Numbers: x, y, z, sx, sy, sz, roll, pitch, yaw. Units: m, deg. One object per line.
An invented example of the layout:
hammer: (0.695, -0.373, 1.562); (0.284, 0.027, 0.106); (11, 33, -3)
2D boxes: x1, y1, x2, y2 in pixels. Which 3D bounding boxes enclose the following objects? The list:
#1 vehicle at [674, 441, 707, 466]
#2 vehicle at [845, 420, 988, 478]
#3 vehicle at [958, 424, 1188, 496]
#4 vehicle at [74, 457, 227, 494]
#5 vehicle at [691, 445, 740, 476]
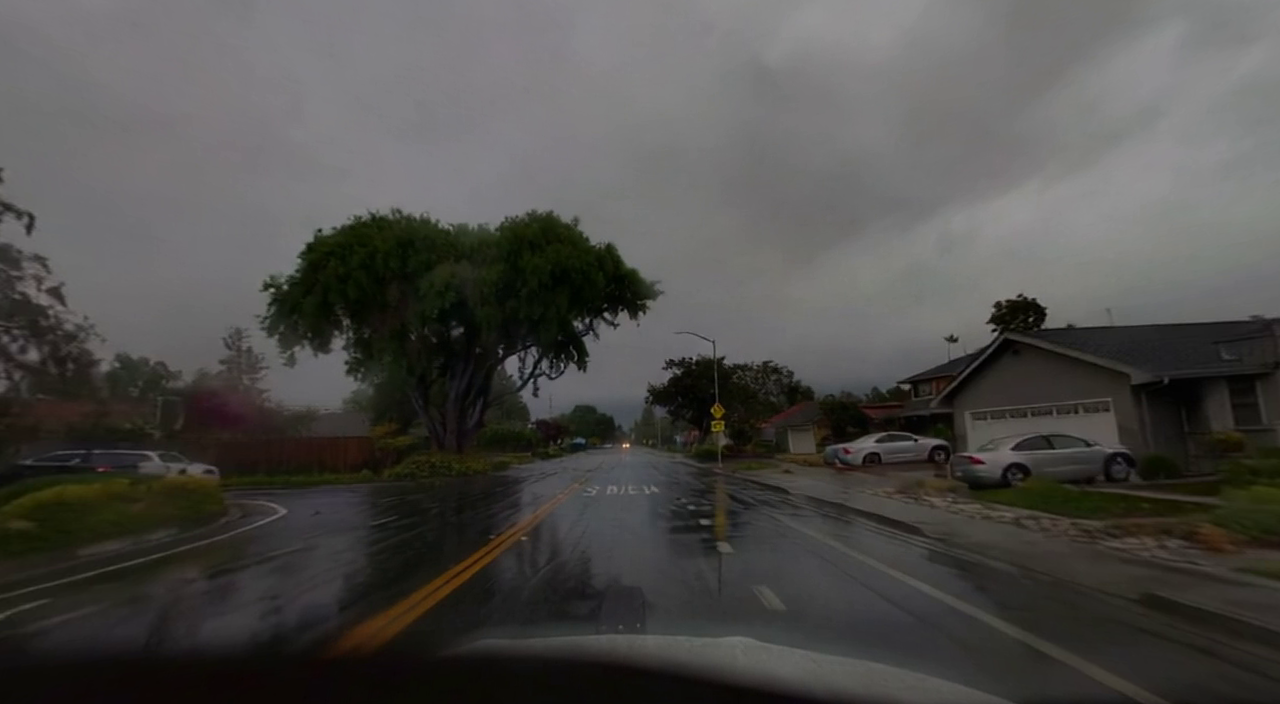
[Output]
vehicle: (3.748, 7.664, 47.764); (2.032, 1.792, 4.849); (0, -9, -1)
vehicle: (10.893, 3.851, 25.203); (4.459, 1.696, 2.361); (-6, -8, -1)
vehicle: (11.025, 2.757, 16.325); (4.493, 1.493, 1.926); (-3, -8, -3)
vehicle: (-21.647, 5.474, 28.101); (5.074, 1.511, 1.978); (0, -9, 0)
vehicle: (3.851, 5.592, 32.772); (1.940, 1.470, 4.101); (0, -9, -1)
